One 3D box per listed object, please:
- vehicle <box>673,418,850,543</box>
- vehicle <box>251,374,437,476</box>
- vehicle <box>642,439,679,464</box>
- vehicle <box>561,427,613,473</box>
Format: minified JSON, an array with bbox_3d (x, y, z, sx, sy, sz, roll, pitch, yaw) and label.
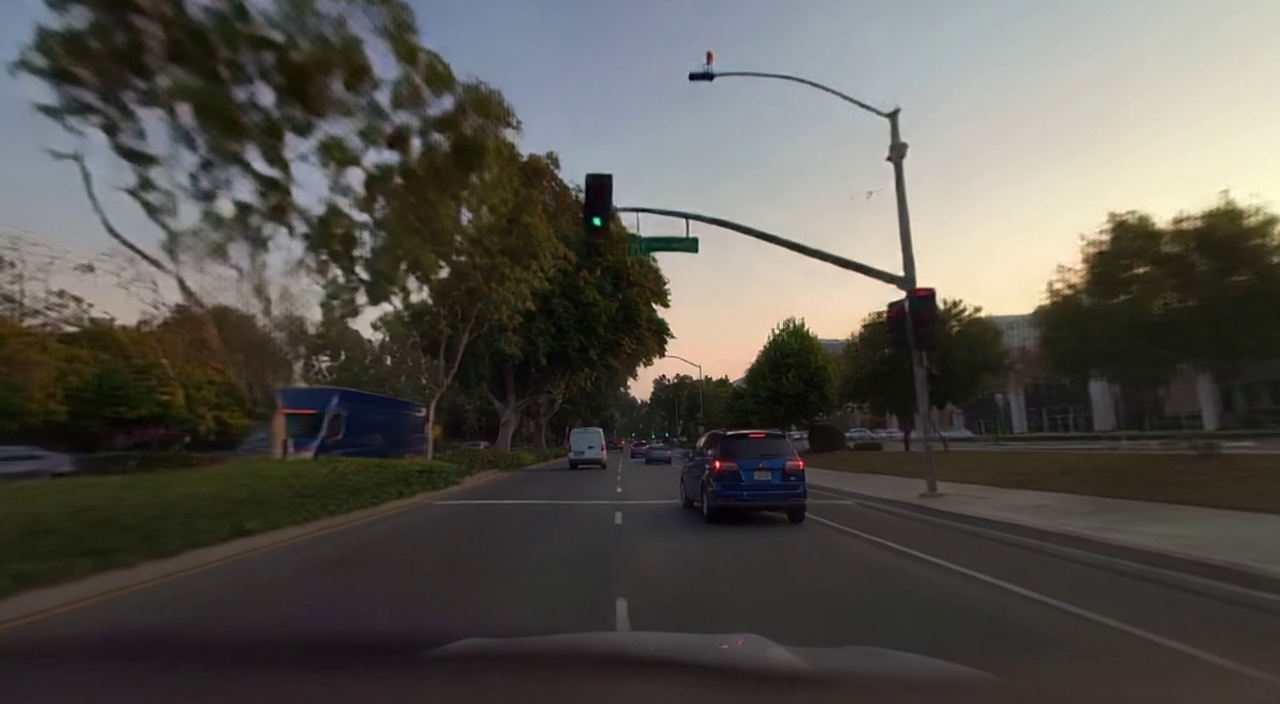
[{"bbox_3d":[1.757,2.052,10.669,1.965,1.671,4.146,1,-9,-3],"label":"vehicle"},{"bbox_3d":[-12.786,3.539,29.152,3.206,3.740,11.455,0,-9,-1],"label":"vehicle"},{"bbox_3d":[1.341,6.933,44.105,2.248,1.692,4.252,1,-9,-3],"label":"vehicle"},{"bbox_3d":[-2.531,4.842,31.269,2.228,2.054,4.309,0,-9,-1],"label":"vehicle"}]
